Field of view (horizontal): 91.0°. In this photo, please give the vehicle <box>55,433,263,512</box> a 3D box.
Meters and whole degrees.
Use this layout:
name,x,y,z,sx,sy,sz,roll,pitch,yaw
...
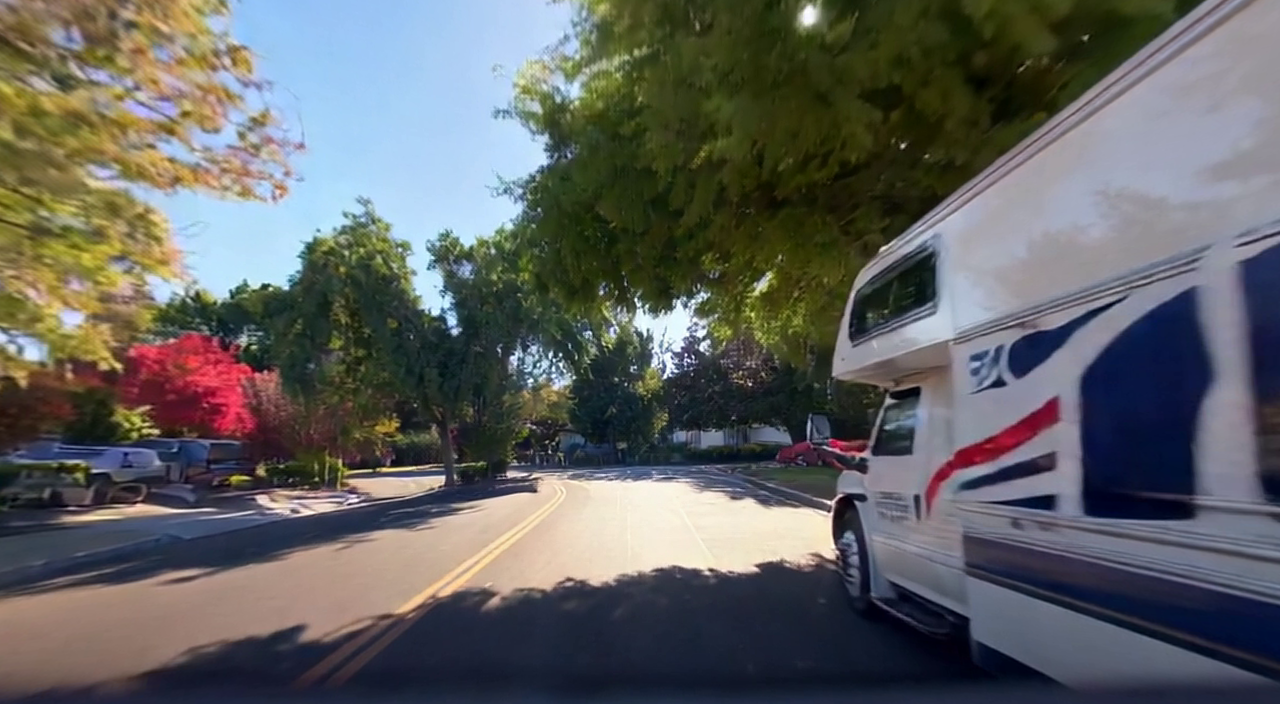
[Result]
name,x,y,z,sx,sy,sz,roll,pitch,yaw
vehicle,-12.933,3.225,17.464,2.111,1.856,4.803,0,-8,-3

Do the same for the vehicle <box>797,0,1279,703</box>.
name,x,y,z,sx,sy,sz,roll,pitch,yaw
vehicle,3.090,0.000,1.722,2.915,3.243,8.972,0,-8,0
